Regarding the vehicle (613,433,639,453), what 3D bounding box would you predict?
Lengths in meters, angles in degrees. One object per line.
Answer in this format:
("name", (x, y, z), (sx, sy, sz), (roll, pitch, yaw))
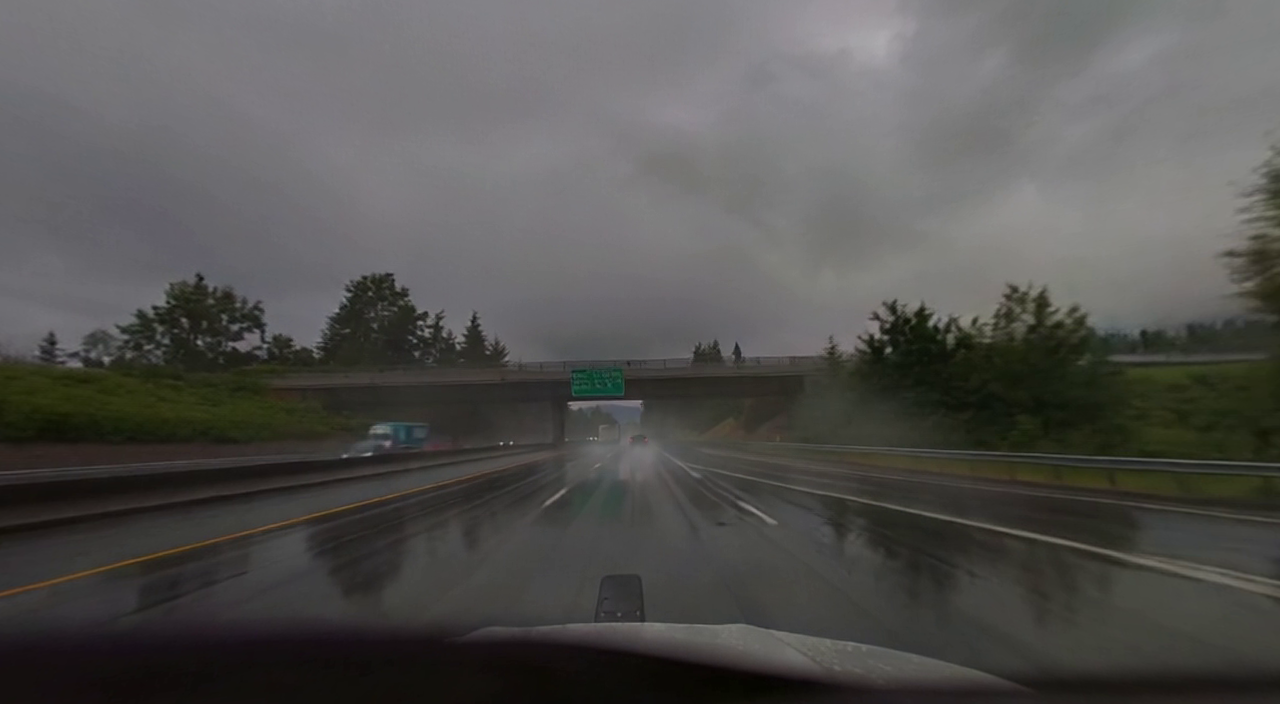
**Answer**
("vehicle", (-1.161, 7.180, 49.711), (1.952, 1.438, 3.702), (0, -8, -3))
